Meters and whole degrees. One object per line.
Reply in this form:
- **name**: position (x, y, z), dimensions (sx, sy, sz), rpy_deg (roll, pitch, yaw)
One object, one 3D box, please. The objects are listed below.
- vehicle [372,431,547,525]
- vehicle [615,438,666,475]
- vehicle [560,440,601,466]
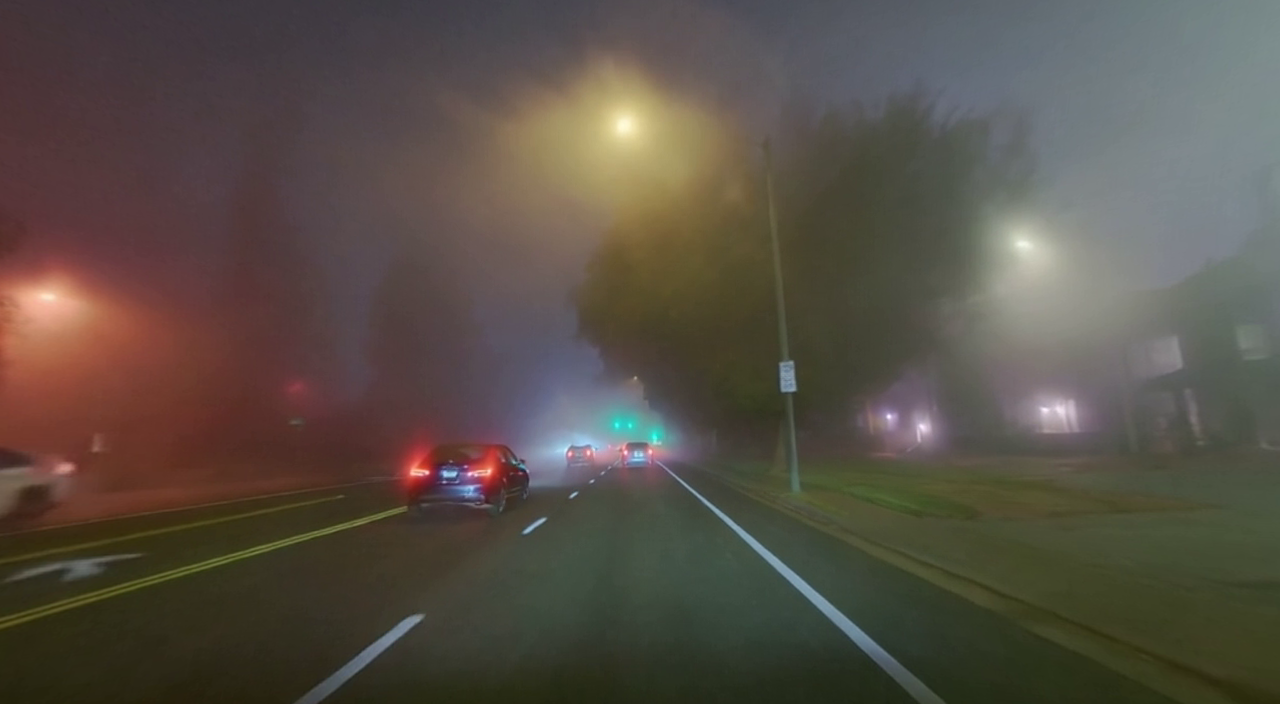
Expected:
- **vehicle**: position (-3.160, 2.303, 12.120), dimensions (2.030, 1.467, 4.403), rpy_deg (0, -8, 0)
- **vehicle**: position (-0.008, 4.529, 27.506), dimensions (2.065, 1.456, 4.099), rpy_deg (0, -8, -1)
- **vehicle**: position (-3.609, 6.196, 38.709), dimensions (2.114, 1.500, 3.912), rpy_deg (0, -8, 1)
